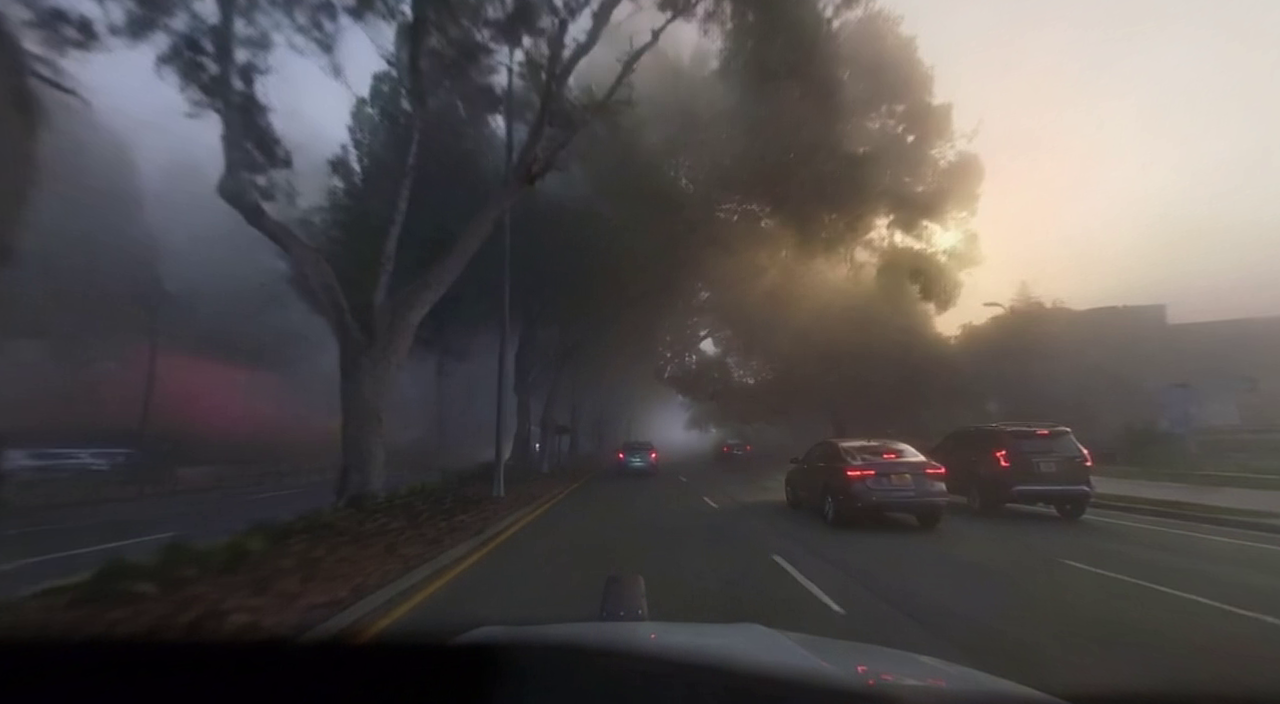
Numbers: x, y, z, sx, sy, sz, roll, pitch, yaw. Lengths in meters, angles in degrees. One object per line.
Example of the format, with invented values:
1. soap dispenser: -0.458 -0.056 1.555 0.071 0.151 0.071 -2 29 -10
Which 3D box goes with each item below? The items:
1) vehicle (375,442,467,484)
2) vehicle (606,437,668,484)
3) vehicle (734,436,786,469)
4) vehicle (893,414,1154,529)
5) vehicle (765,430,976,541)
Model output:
1. vehicle: -8.529 4.337 25.093 1.993 1.458 4.614 -1 -8 0
2. vehicle: -0.093 3.760 22.110 1.994 1.479 3.647 0 -8 0
3. vehicle: 6.927 5.864 36.965 2.068 1.779 4.567 0 -8 -1
4. vehicle: 7.035 2.245 12.396 2.134 1.810 4.590 0 -8 -1
5. vehicle: 3.519 2.107 10.629 1.858 1.466 4.230 0 -8 -1
